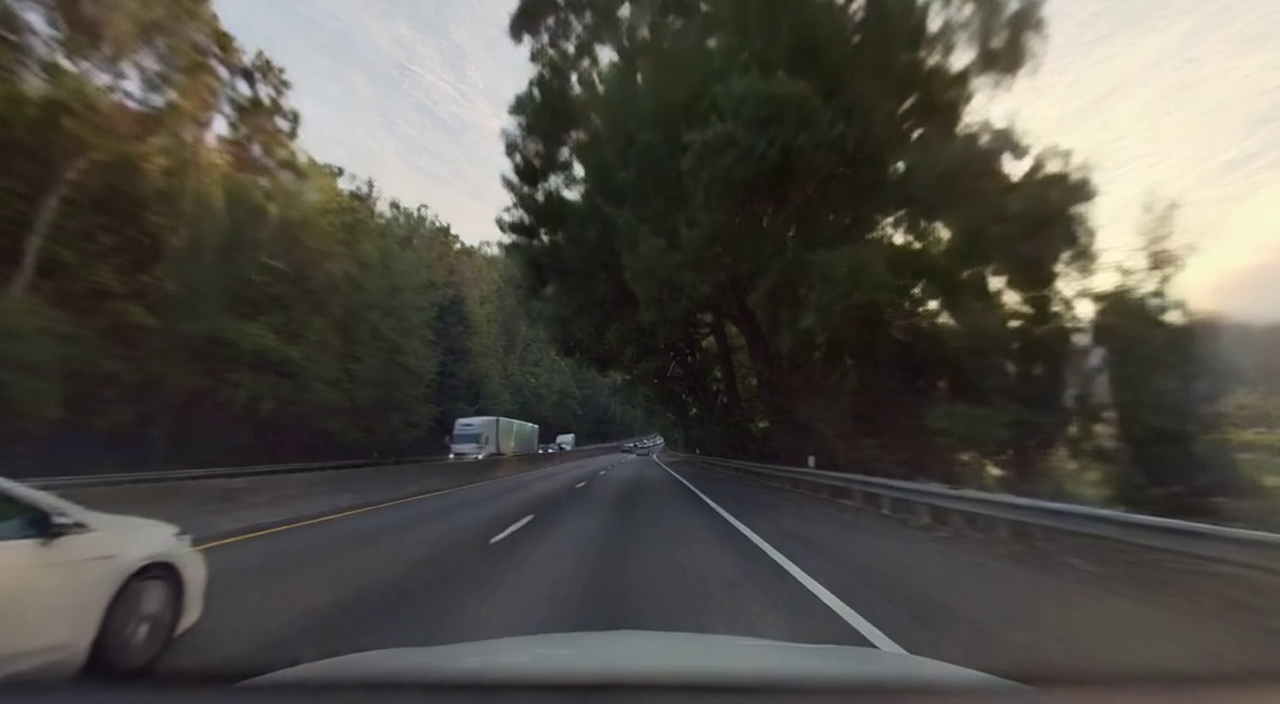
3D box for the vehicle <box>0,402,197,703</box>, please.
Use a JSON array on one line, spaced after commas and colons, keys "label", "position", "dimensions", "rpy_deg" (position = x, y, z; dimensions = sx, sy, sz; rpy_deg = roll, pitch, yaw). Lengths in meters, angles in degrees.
[{"label": "vehicle", "position": [-3.548, 0.753, 1.215], "dimensions": [1.969, 1.505, 4.636], "rpy_deg": [0, -9, 1]}]
